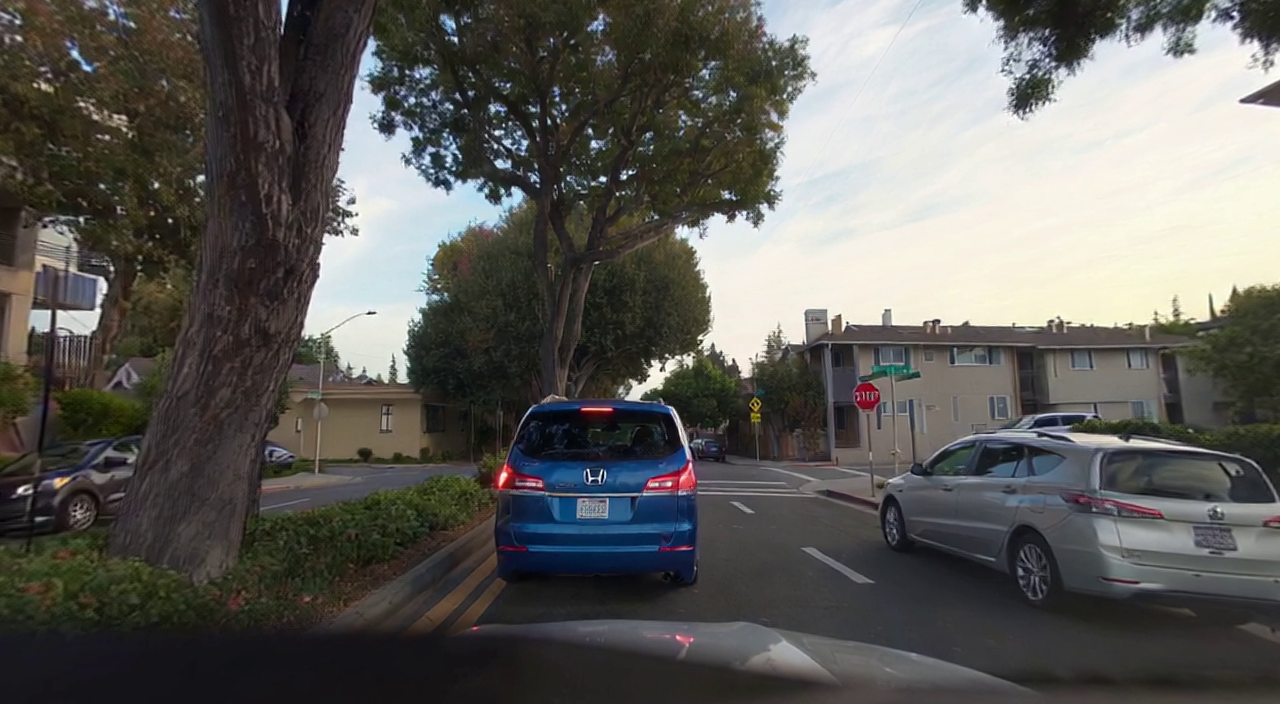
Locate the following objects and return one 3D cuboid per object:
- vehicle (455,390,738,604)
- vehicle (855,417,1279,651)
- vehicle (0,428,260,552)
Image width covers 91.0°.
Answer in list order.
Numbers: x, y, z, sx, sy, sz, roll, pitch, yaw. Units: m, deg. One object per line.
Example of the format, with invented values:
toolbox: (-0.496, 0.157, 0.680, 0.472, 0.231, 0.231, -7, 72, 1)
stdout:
vehicle: (-0.386, 1.566, 7.711, 2.377, 1.787, 4.652, 0, -8, -1)
vehicle: (4.219, 1.679, 6.903, 1.959, 1.581, 4.731, 4, -9, -2)
vehicle: (-8.291, 2.021, 10.051, 1.825, 1.532, 4.083, -3, -7, 2)
